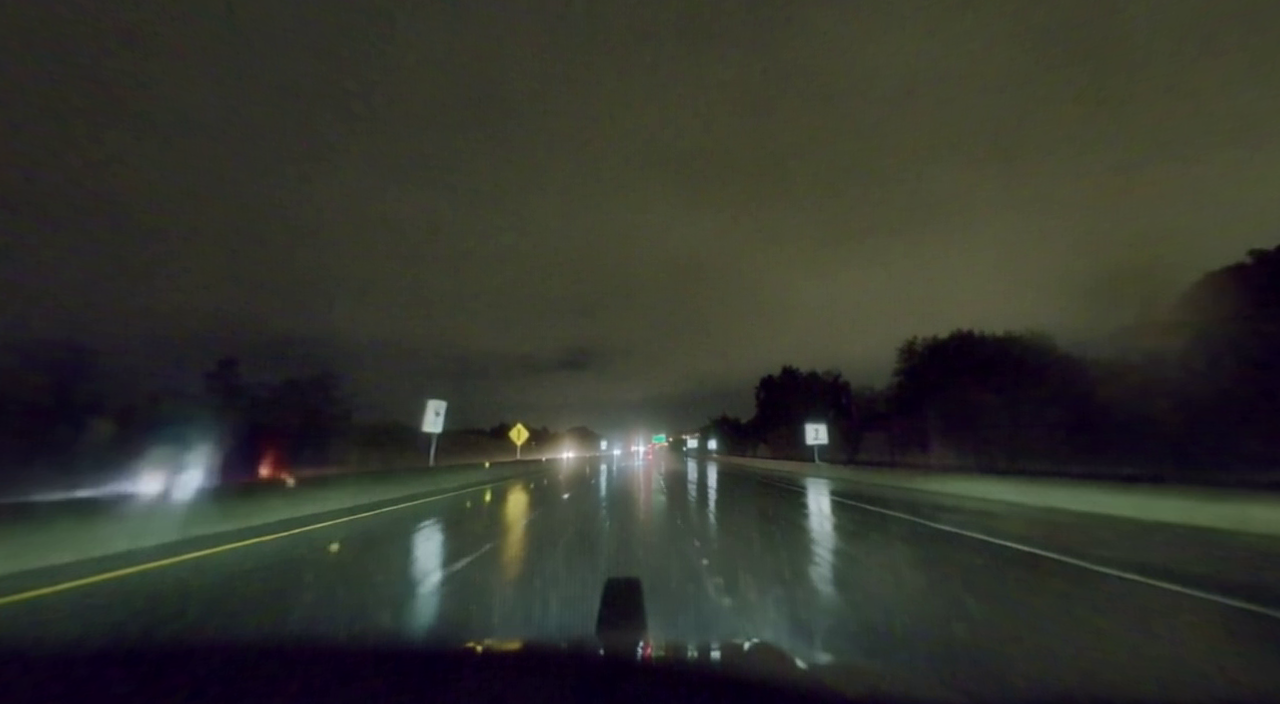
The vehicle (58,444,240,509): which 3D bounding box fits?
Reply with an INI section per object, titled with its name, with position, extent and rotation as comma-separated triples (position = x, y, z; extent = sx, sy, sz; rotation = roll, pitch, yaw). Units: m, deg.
[vehicle]
position = -15.795, 3.984, 20.715
extent = 2.051, 1.861, 4.741
rotation = 0, -9, 1
